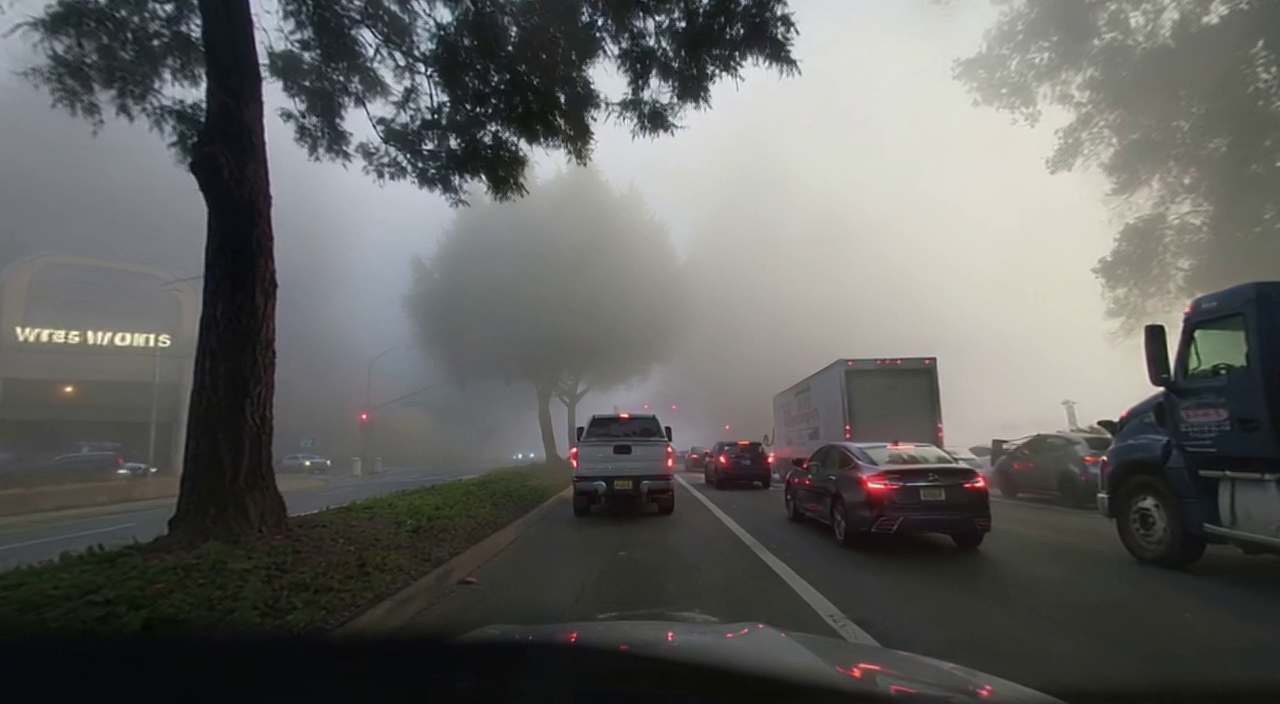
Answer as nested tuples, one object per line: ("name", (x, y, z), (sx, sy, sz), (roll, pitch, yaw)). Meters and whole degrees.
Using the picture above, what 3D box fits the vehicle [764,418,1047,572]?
("vehicle", (3.264, 1.871, 9.136), (1.905, 1.587, 4.998), (0, -9, 0))

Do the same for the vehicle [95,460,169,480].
("vehicle", (-38.216, 8.874, 47.567), (4.150, 1.474, 1.826), (-1, -9, 8))

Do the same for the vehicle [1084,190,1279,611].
("vehicle", (6.510, 0.126, 3.343), (2.802, 3.322, 7.429), (0, -9, 0))

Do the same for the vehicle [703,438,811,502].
("vehicle", (2.996, 3.128, 17.168), (1.922, 1.483, 4.436), (0, -9, -2))

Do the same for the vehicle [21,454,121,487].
("vehicle", (-28.587, 5.934, 31.918), (1.730, 1.534, 3.922), (1, -9, -7))

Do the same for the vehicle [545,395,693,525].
("vehicle", (-0.388, 2.220, 13.343), (2.499, 2.183, 5.111), (0, -9, -1))
